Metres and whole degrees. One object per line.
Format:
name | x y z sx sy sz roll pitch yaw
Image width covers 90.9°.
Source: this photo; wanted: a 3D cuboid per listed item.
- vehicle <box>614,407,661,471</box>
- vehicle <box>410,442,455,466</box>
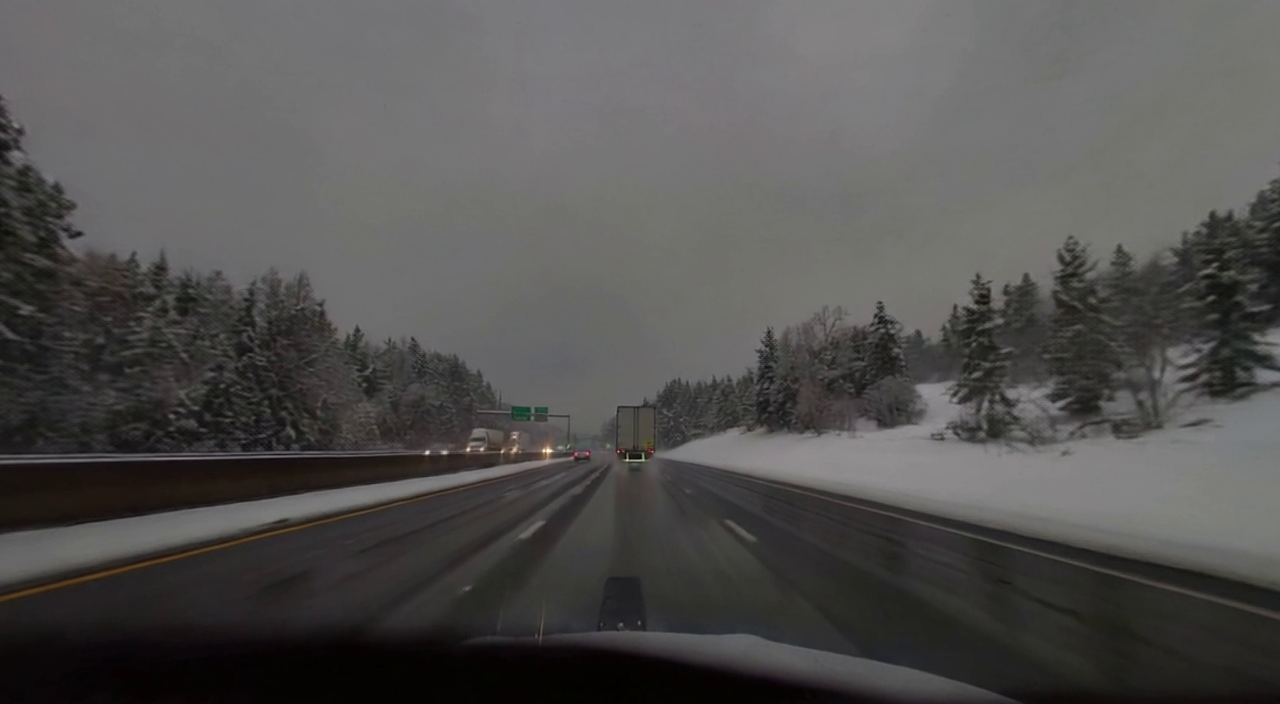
vehicle | -0.304 6.308 44.994 2.962 3.953 10.696 0 -9 -1
vehicle | -13.773 6.808 42.009 1.770 1.469 3.967 0 -9 -2
